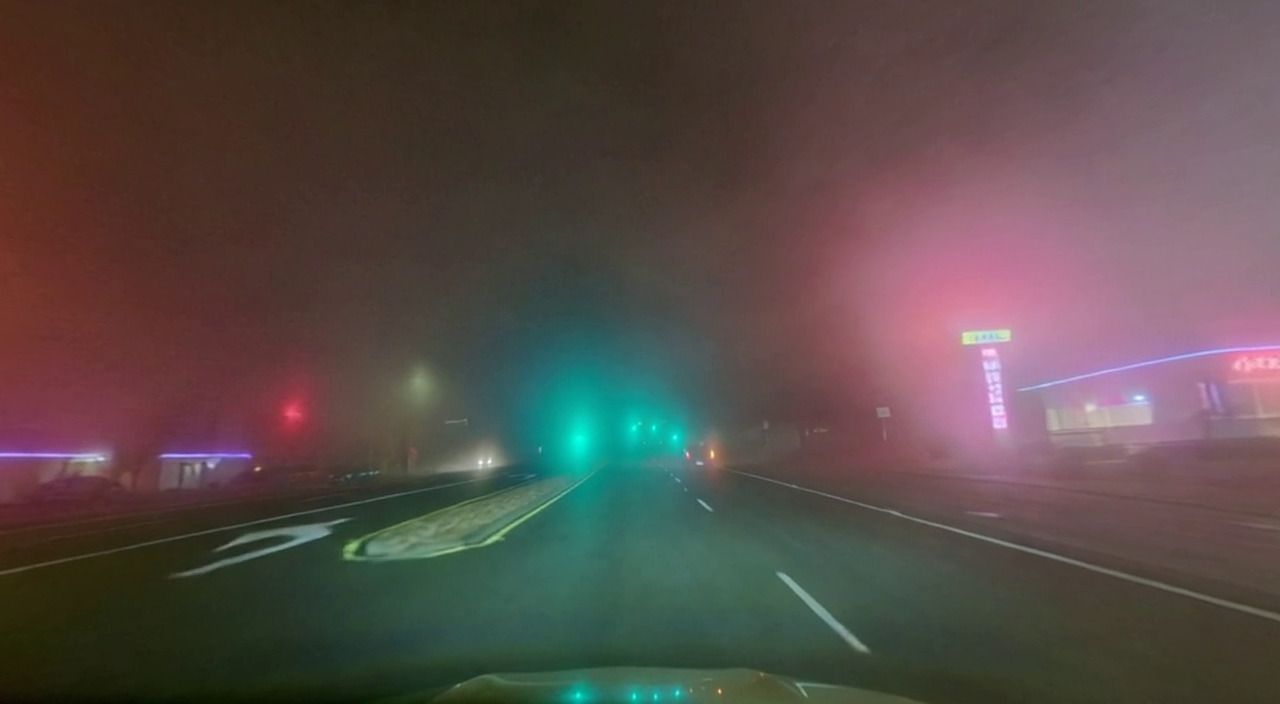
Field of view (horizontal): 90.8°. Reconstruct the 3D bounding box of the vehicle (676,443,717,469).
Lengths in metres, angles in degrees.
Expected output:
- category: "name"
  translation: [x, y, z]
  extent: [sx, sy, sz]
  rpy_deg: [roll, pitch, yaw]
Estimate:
- category: "vehicle"
  translation: [3.266, 6.106, 37.199]
  extent: [1.929, 1.411, 4.284]
  rpy_deg: [0, -8, -1]
